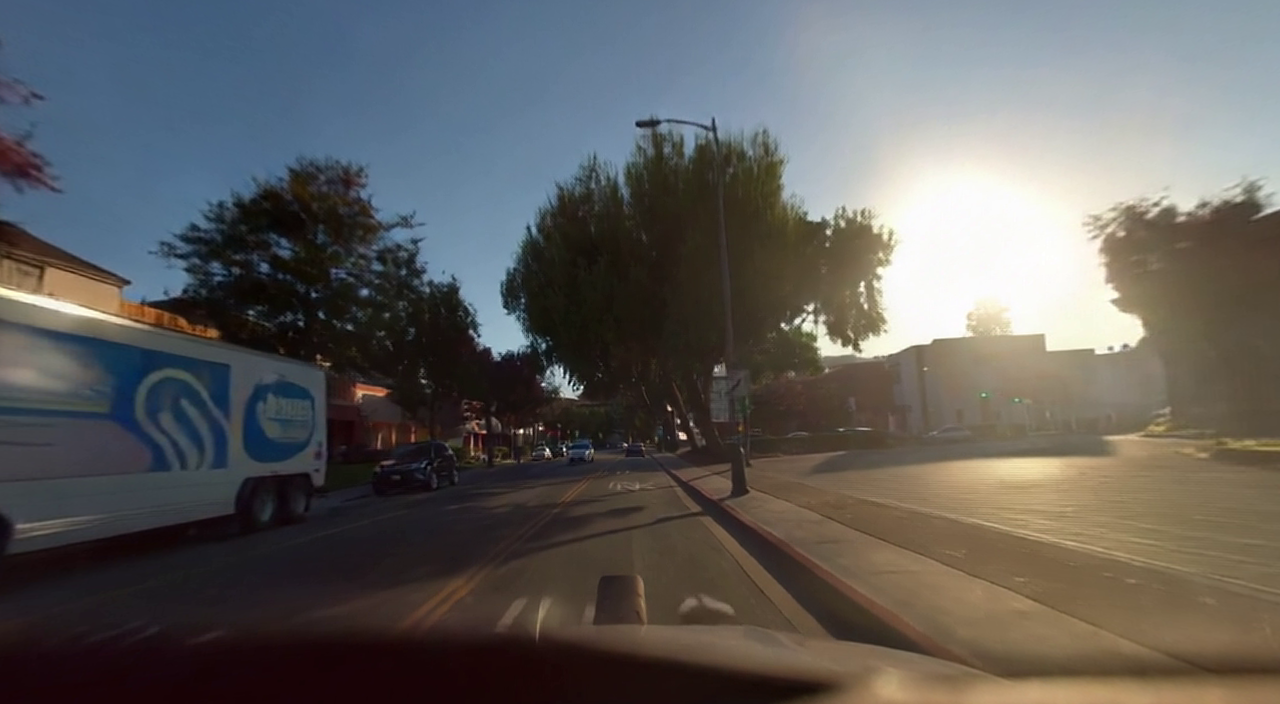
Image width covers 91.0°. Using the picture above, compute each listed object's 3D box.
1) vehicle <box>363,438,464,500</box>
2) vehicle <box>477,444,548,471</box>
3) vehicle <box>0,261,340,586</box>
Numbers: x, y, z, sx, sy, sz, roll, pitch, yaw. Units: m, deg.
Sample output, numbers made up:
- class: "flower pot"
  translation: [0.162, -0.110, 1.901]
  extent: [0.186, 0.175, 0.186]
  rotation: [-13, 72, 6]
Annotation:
- class: "vehicle"
  translation: [-7.703, 3.966, 21.886]
  extent: [1.950, 1.743, 4.312]
  rotation: [-2, -6, 0]
- class: "vehicle"
  translation: [-9.151, 7.615, 45.500]
  extent: [1.879, 1.543, 4.778]
  rotation: [-14, -13, 42]
- class: "vehicle"
  translation: [-8.914, 1.169, 9.495]
  extent: [2.986, 3.768, 11.697]
  rotation: [-6, -6, 0]
